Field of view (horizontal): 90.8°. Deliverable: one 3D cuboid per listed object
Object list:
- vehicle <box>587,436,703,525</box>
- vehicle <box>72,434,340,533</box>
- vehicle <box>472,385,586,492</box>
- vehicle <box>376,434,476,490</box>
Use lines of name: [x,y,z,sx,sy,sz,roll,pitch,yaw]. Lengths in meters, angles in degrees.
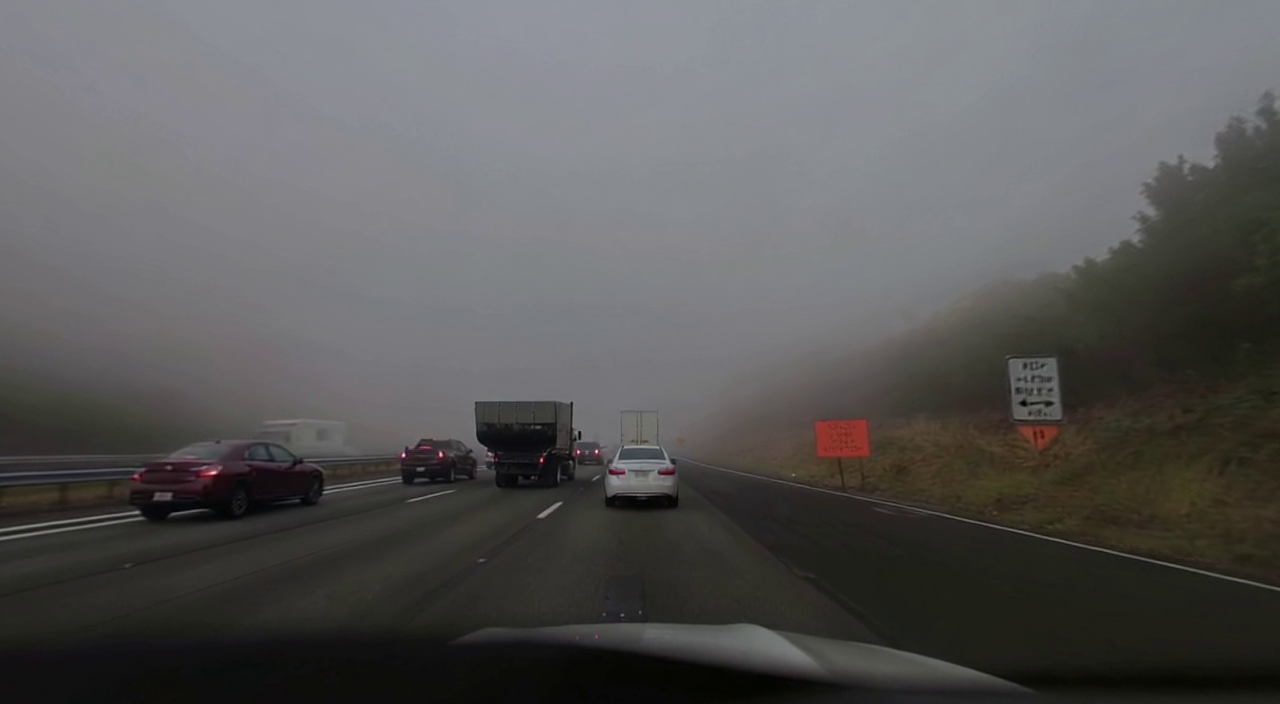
vehicle: [0.052,2.471,12.563,1.995,1.495,3.380,0,-9,-1]
vehicle: [-7.948,2.434,12.291,1.879,1.521,4.623,-1,-9,1]
vehicle: [-3.811,3.290,23.601,2.812,3.342,7.248,-1,-9,1]
vehicle: [-7.432,3.865,22.455,1.952,1.746,4.332,-1,-9,1]
